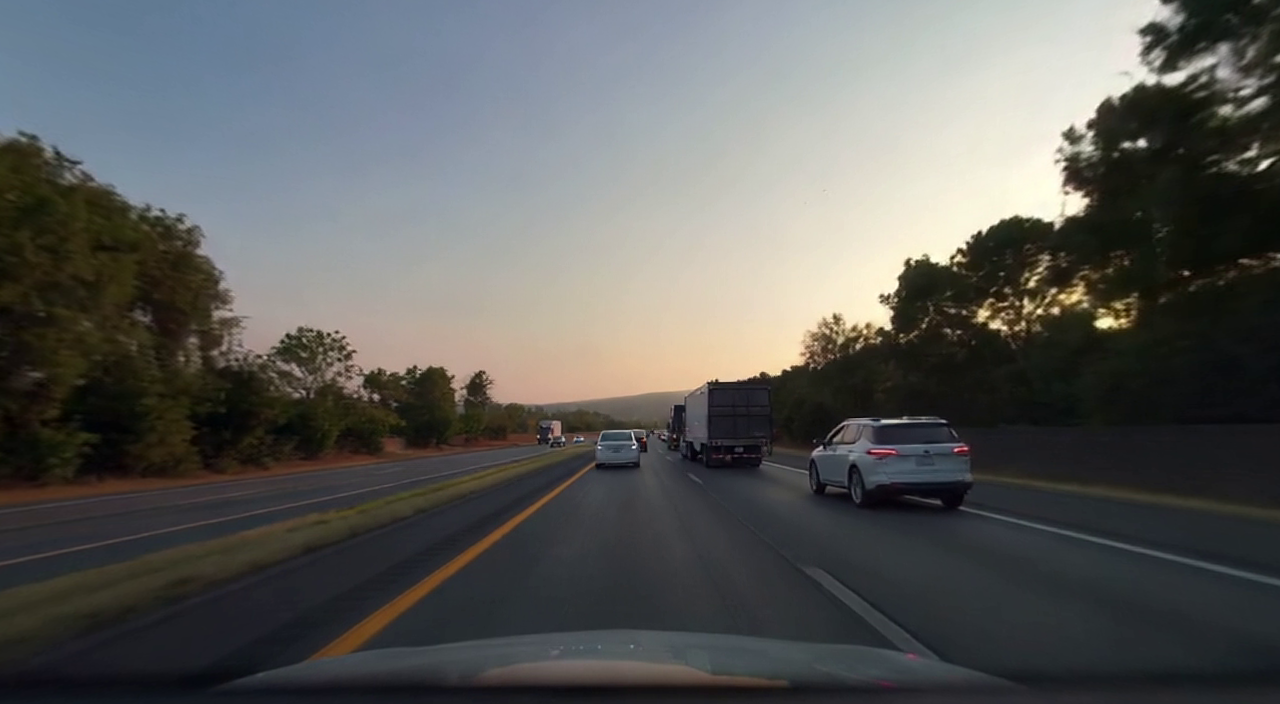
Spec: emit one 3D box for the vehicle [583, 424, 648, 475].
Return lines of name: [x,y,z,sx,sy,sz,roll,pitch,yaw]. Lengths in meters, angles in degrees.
vehicle: [-0.812,3.410,22.330,2.082,1.638,4.055,0,-7,0]

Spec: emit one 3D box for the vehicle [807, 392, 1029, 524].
vehicle: [4.563,1.785,11.144,2.011,1.905,3.905,0,-8,-2]

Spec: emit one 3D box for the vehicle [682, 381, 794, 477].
vehicle: [3.377,2.982,24.207,2.723,3.027,8.478,0,-7,-1]
